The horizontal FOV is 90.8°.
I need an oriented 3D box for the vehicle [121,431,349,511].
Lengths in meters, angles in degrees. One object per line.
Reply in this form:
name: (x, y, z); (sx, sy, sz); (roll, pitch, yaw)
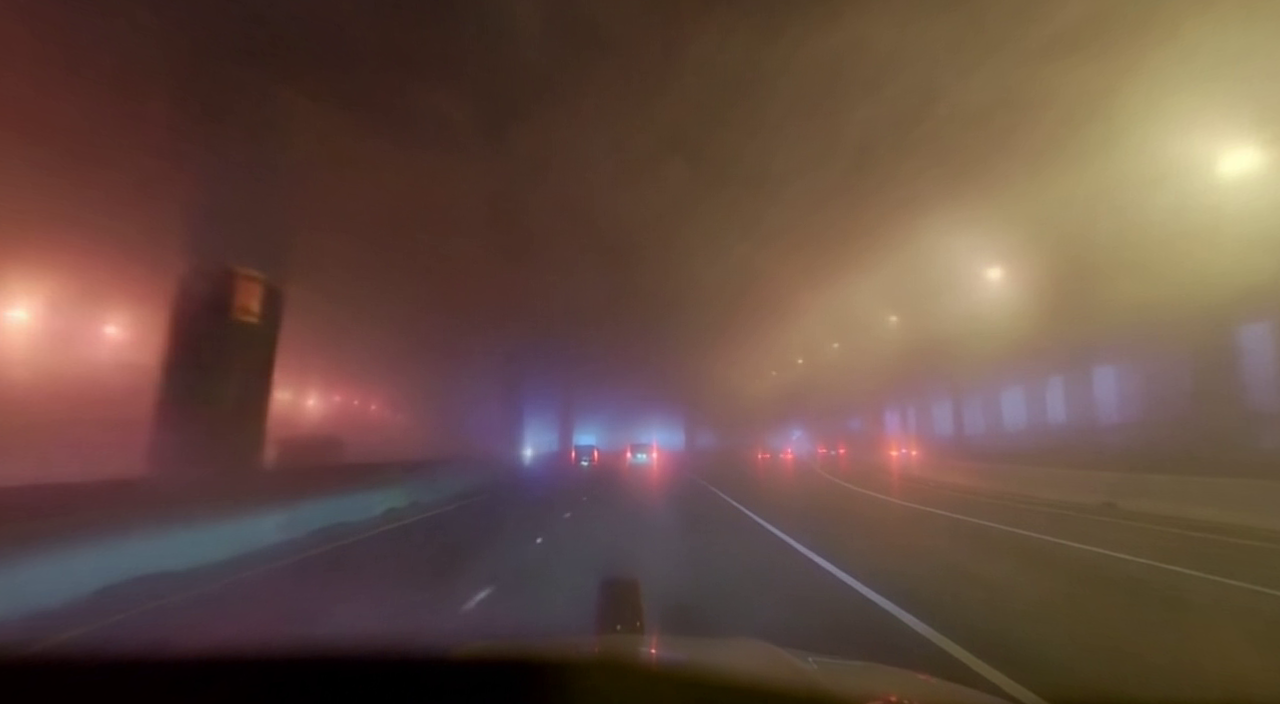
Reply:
vehicle: (-8.351, 2.485, 13.687); (1.963, 1.414, 4.567); (0, -8, -1)

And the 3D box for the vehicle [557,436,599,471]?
vehicle: (-3.323, 5.540, 34.613); (1.961, 1.725, 4.315); (0, -8, -1)
